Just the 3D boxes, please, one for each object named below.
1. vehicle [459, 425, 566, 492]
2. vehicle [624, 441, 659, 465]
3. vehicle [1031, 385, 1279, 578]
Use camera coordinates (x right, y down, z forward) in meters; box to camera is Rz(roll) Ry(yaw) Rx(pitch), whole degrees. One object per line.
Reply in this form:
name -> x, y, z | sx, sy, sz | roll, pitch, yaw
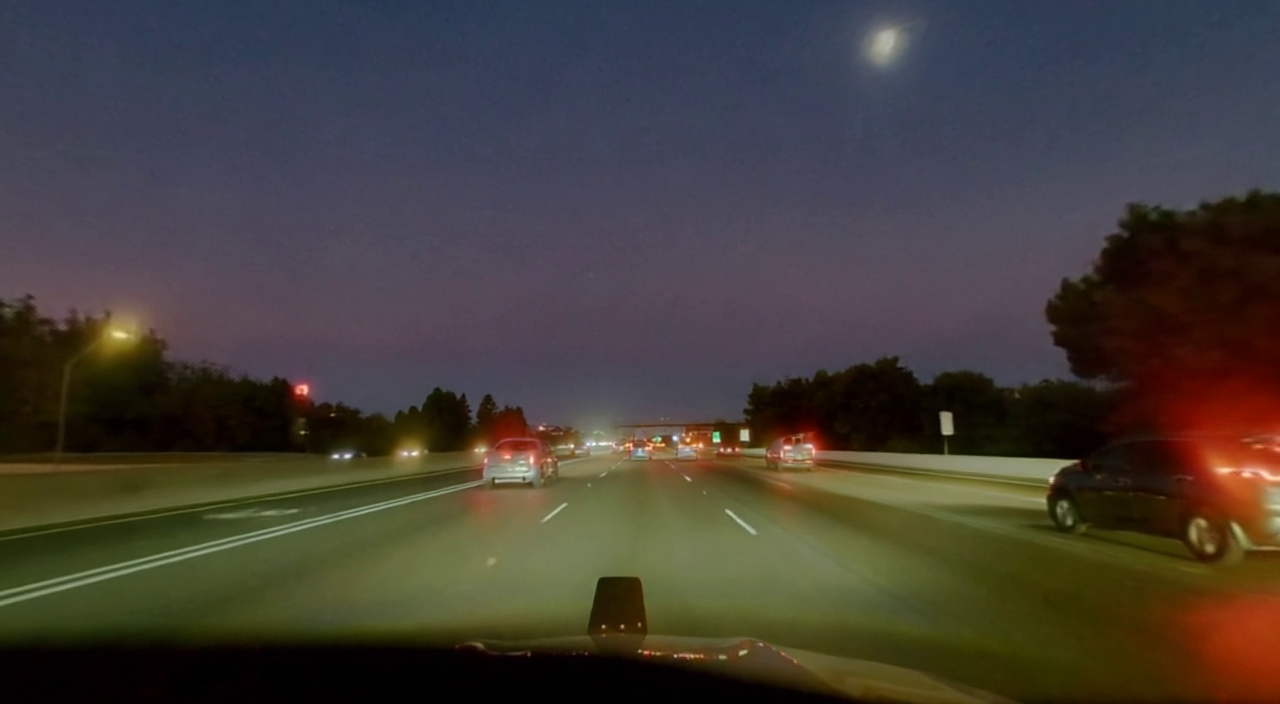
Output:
vehicle -> -3.702, 3.221, 19.385 | 2.118, 1.750, 4.875 | -1, -8, 2
vehicle -> 0.083, 6.334, 39.725 | 2.050, 1.452, 3.917 | 0, -8, 0
vehicle -> 6.975, 1.361, 6.975 | 2.123, 1.756, 4.959 | 0, -8, 0
